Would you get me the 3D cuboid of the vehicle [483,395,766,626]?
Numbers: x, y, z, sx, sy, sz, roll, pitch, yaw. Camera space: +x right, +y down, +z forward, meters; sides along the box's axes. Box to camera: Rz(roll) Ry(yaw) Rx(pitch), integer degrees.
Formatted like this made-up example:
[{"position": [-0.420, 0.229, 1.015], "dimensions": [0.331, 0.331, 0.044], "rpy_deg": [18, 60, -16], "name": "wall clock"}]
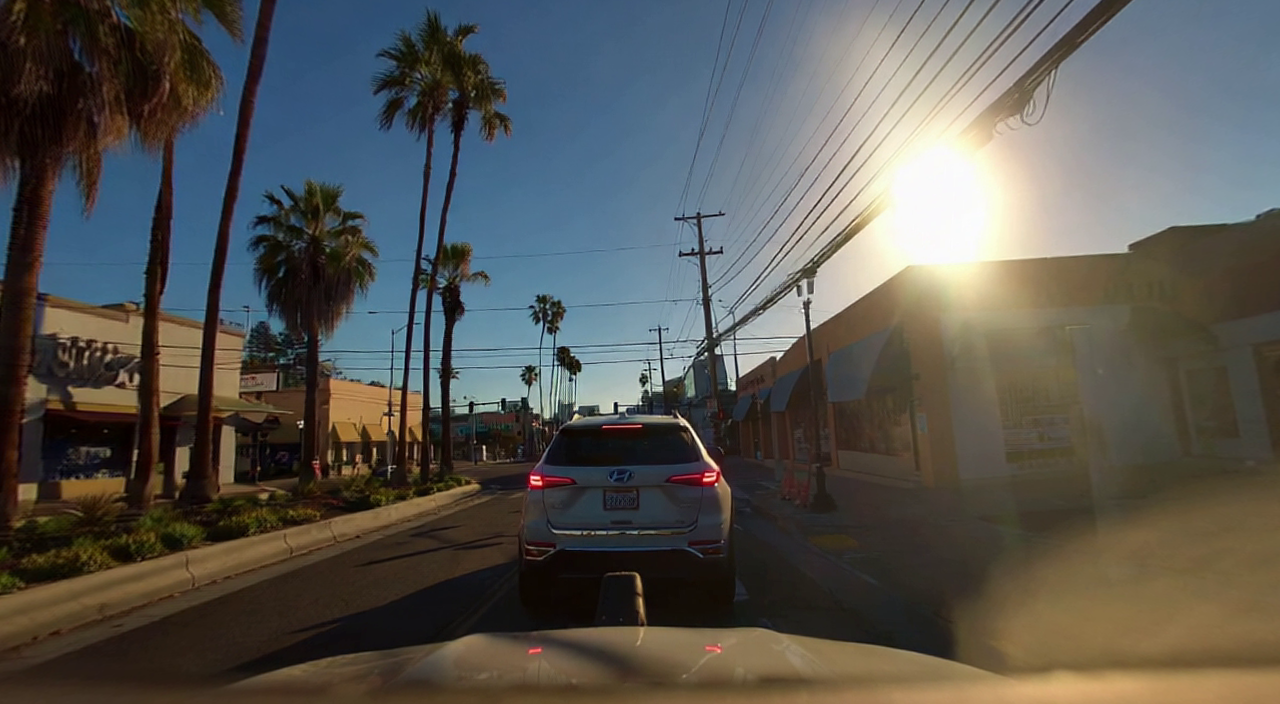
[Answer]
[{"position": [-0.198, 1.452, 6.680], "dimensions": [2.105, 1.702, 3.750], "rpy_deg": [0, -8, -3], "name": "vehicle"}]
